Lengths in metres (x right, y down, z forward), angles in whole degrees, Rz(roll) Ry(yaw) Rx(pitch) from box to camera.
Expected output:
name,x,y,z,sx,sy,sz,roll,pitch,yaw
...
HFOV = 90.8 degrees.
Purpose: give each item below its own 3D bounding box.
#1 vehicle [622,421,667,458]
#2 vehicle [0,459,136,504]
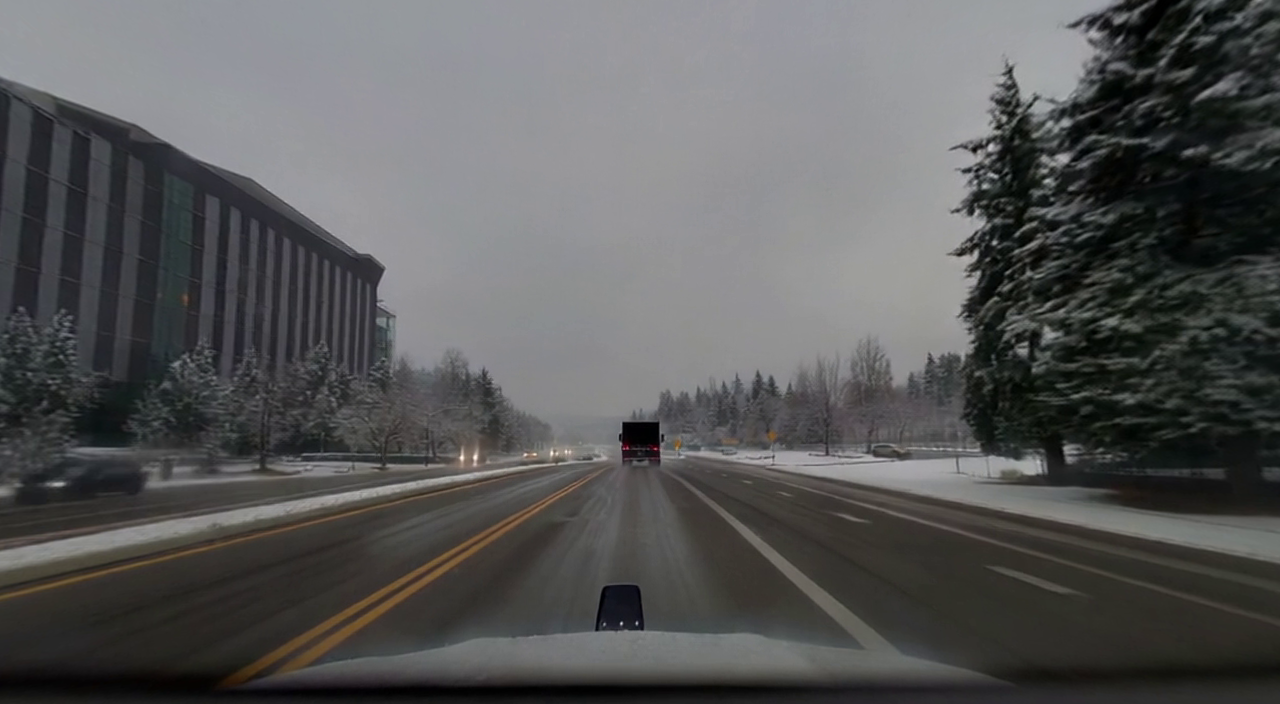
name,x,y,z,sx,sy,sz,roll,pitch,yaw
vehicle,0.159,4.637,33.329,2.178,1.829,4.932,0,-9,-1
vehicle,-22.977,5.176,25.598,1.797,1.585,3.957,0,-9,0
